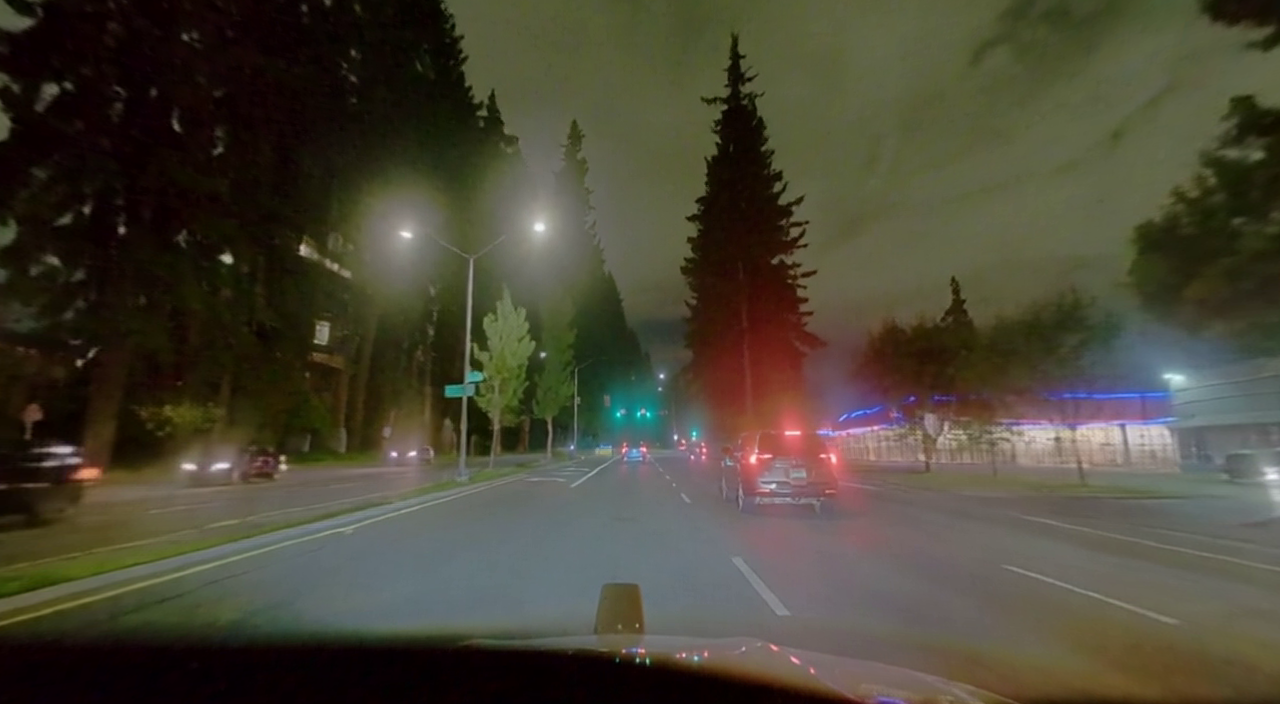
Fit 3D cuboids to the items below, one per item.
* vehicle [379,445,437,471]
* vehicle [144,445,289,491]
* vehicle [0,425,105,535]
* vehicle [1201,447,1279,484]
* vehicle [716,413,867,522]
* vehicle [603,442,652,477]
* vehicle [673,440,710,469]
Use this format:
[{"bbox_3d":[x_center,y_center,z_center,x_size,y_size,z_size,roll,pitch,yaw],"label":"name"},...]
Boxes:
[{"bbox_3d":[-14.517,6.653,39.853,1.913,1.477,4.470,-1,-9,1],"label":"vehicle"},{"bbox_3d":[-15.240,4.173,23.123,1.993,1.465,4.761,-1,-9,0],"label":"vehicle"},{"bbox_3d":[-11.530,1.920,9.182,2.496,1.750,5.670,-1,-9,1],"label":"vehicle"},{"bbox_3d":[29.214,5.230,29.411,1.912,1.598,4.602,-1,-9,0],"label":"vehicle"},{"bbox_3d":[2.972,2.391,13.516,2.035,1.940,4.299,0,-9,-1],"label":"vehicle"},{"bbox_3d":[-0.577,4.952,29.331,2.119,1.460,3.847,0,-9,0],"label":"vehicle"},{"bbox_3d":[3.217,6.480,40.080,1.922,1.708,4.126,0,-9,-1],"label":"vehicle"}]
